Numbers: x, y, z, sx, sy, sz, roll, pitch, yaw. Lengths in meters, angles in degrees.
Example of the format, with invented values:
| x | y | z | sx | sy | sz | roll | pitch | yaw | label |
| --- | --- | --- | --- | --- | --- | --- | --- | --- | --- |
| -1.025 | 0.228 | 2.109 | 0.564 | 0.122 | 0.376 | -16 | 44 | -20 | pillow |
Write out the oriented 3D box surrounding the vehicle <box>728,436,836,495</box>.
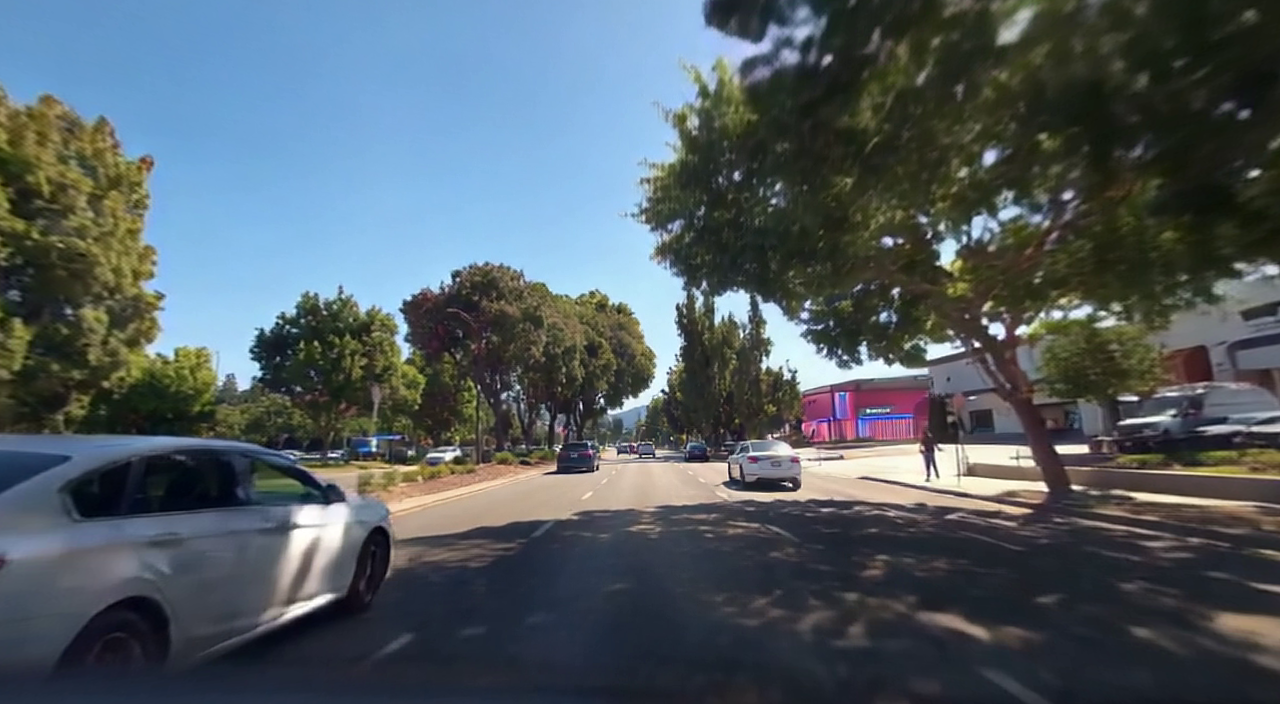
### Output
| x | y | z | sx | sy | sz | roll | pitch | yaw | label |
| --- | --- | --- | --- | --- | --- | --- | --- | --- | --- |
| 4.004 | 3.284 | 18.655 | 2.036 | 1.480 | 4.659 | 0 | -8 | -1 | vehicle |

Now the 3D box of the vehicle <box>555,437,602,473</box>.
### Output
| x | y | z | sx | sy | sz | roll | pitch | yaw | label |
| --- | --- | --- | --- | --- | --- | --- | --- | --- | --- |
| -3.127 | 5.329 | 32.917 | 1.981 | 1.731 | 4.360 | -1 | -8 | 1 | vehicle |

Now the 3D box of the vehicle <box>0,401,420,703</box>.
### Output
| x | y | z | sx | sy | sz | roll | pitch | yaw | label |
| --- | --- | --- | --- | --- | --- | --- | --- | --- | --- |
| -2.999 | 1.056 | 3.038 | 2.082 | 1.460 | 4.922 | 0 | -8 | 0 | vehicle |

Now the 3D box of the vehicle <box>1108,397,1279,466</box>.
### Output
| x | y | z | sx | sy | sz | roll | pitch | yaw | label |
| --- | --- | --- | --- | --- | --- | --- | --- | --- | --- |
| 20.285 | 2.698 | 21.688 | 2.705 | 2.011 | 7.332 | -3 | -8 | 1 | vehicle |
